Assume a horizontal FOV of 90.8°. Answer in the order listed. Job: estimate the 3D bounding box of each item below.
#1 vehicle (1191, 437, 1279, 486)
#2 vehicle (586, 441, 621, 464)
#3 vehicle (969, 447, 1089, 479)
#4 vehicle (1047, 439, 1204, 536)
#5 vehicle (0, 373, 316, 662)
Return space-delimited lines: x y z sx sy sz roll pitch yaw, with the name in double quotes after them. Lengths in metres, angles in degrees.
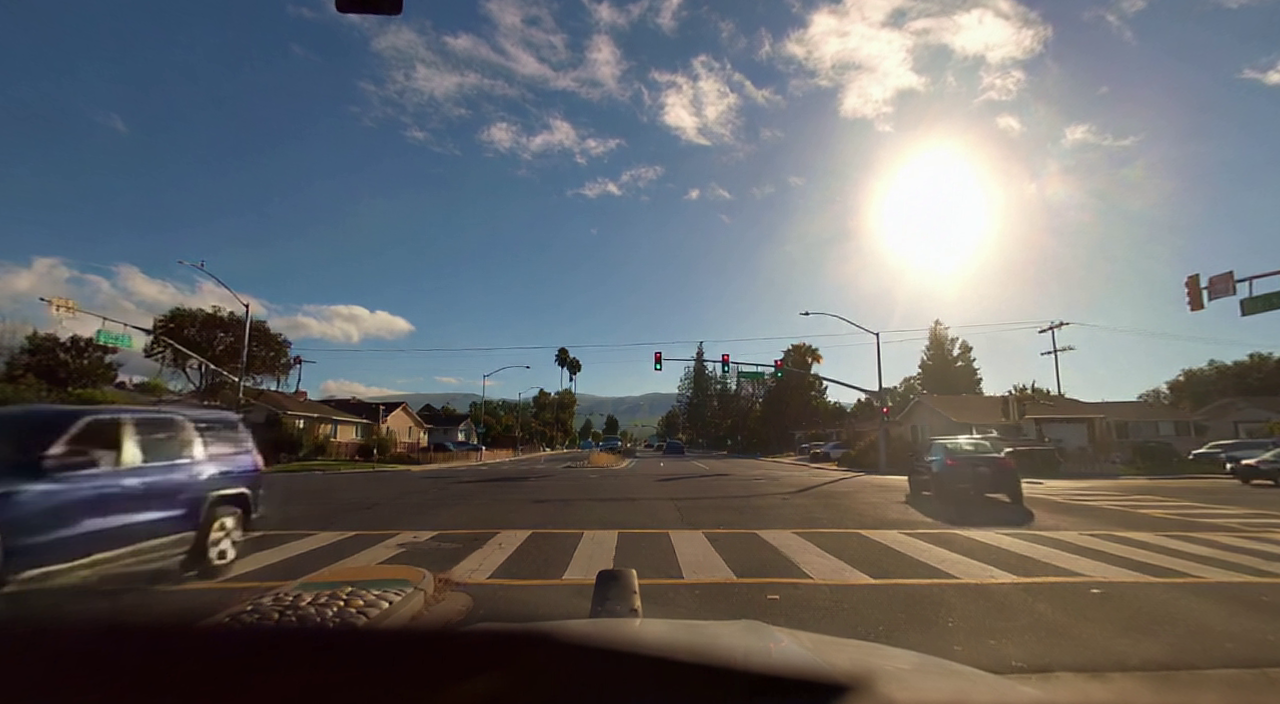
23.630 4.039 23.465 4.417 1.725 1.969 0 -9 -1 "vehicle"
-2.398 6.710 42.280 2.045 1.484 3.991 0 -9 0 "vehicle"
19.734 5.653 32.218 4.874 1.544 1.779 0 -9 1 "vehicle"
9.323 2.483 12.324 1.961 1.494 4.438 -6 -10 35 "vehicle"
-4.857 1.231 5.404 2.025 1.704 4.104 0 -9 -1 "vehicle"
